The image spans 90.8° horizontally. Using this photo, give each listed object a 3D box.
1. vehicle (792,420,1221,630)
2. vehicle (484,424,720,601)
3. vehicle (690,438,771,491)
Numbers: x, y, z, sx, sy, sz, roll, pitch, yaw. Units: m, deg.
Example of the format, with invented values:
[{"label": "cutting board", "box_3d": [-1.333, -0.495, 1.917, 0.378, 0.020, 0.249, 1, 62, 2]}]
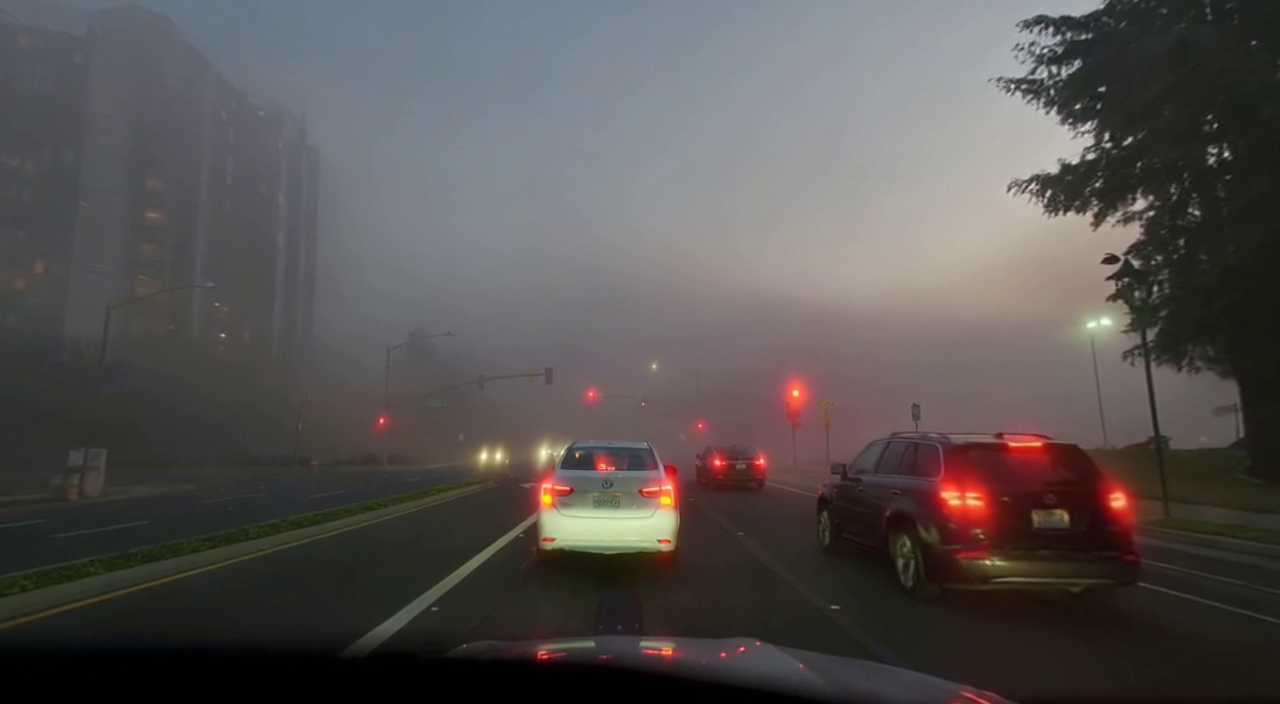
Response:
[{"label": "vehicle", "box_3d": [3.154, 1.559, 6.716, 1.910, 1.474, 4.263, 0, -9, -1]}, {"label": "vehicle", "box_3d": [-0.356, 1.641, 7.239, 2.006, 1.487, 3.535, 0, -9, -1]}, {"label": "vehicle", "box_3d": [2.862, 3.670, 20.982, 1.874, 1.556, 4.116, 0, -9, -3]}]
